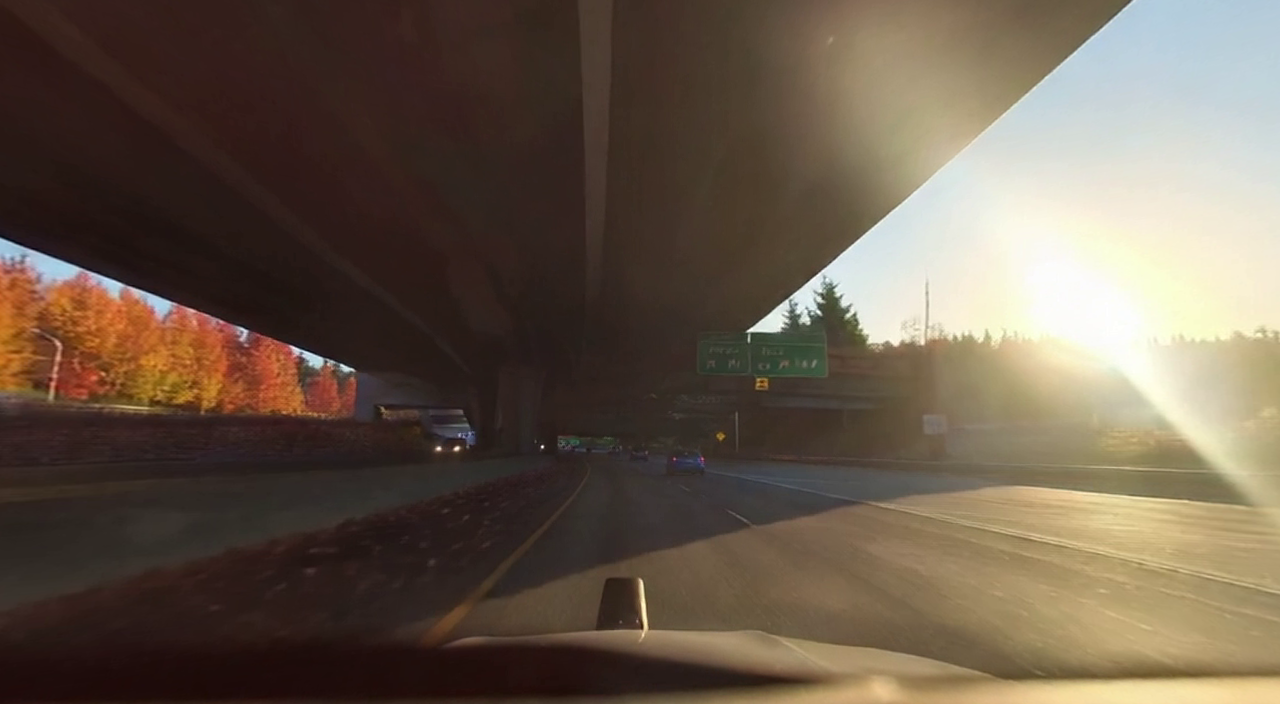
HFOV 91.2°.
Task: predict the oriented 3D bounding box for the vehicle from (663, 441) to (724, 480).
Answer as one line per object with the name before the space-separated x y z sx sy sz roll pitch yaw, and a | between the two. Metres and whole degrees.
vehicle | 2.356 4.972 28.840 2.337 1.633 4.222 -1 -9 -2

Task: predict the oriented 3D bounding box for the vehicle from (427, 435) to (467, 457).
vehicle | -14.879 7.304 48.478 1.921 1.550 4.249 -1 -9 -2
